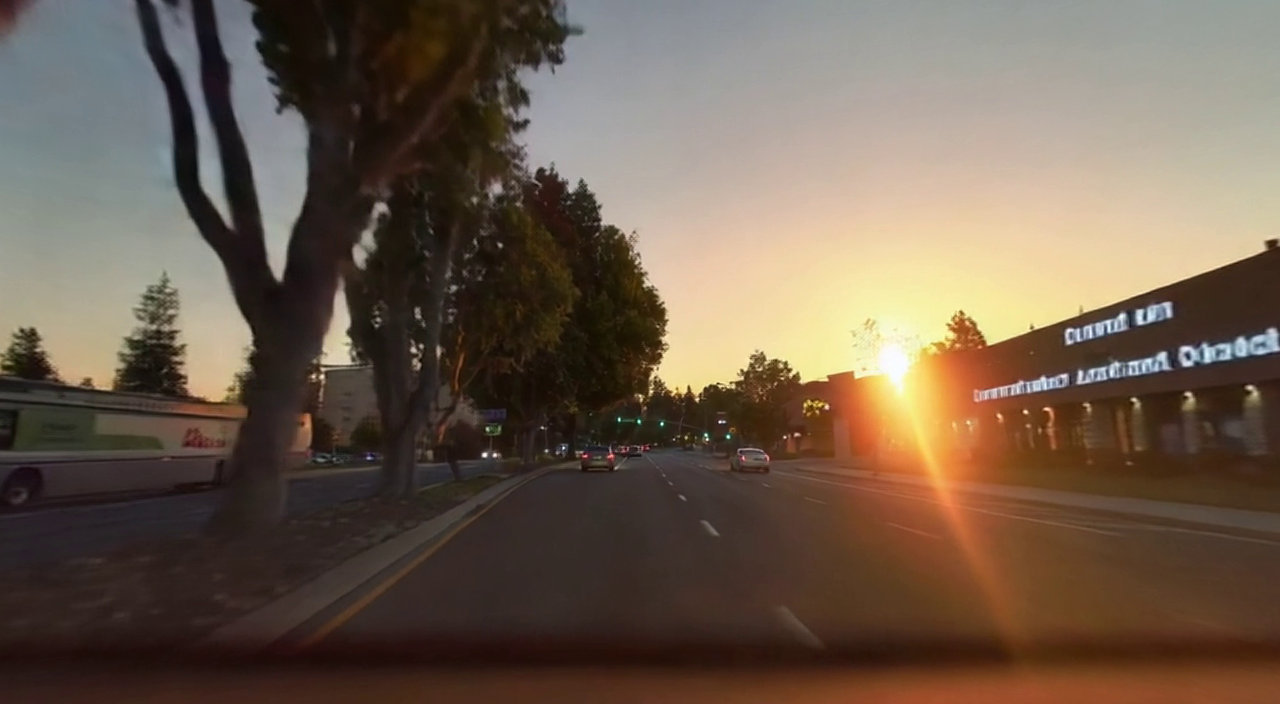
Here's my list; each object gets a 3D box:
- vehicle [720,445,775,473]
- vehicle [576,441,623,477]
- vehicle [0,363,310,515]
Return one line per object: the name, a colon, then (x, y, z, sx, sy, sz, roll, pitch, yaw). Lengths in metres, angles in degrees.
vehicle: (6.022, 6.020, 35.883, 2.075, 1.475, 4.571, 0, -8, -4)
vehicle: (-1.916, 5.010, 29.883, 2.072, 1.545, 4.578, 0, -8, -4)
vehicle: (-19.250, 3.535, 25.107, 3.133, 4.167, 16.699, -1, -8, 1)
